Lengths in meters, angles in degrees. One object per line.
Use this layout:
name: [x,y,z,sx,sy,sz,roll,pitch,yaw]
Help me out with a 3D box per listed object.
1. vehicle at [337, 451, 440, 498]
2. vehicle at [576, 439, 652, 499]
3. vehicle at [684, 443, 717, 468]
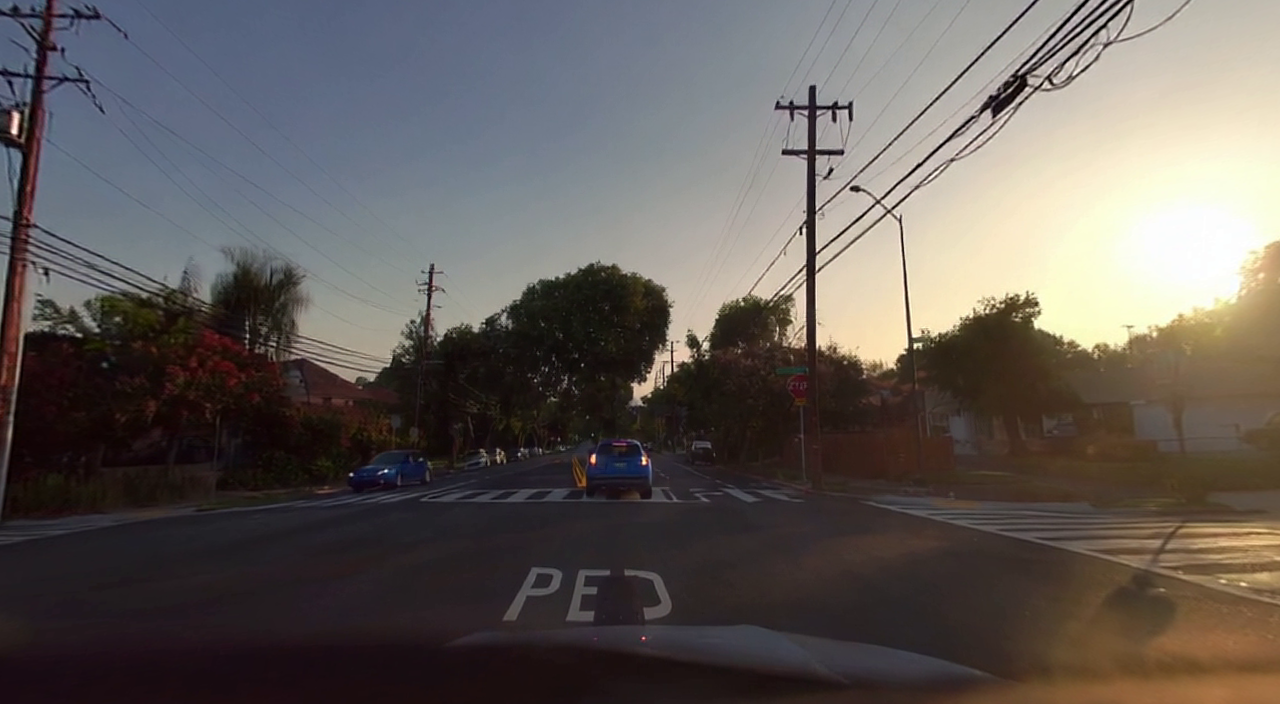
vehicle: [-8.962,4.361,22.910,1.934,1.506,4.032,0,-9,2]
vehicle: [-0.671,3.188,17.581,1.877,1.448,3.830,0,-9,-1]
vehicle: [4.432,7.647,46.969,2.101,1.744,4.466,0,-9,1]
